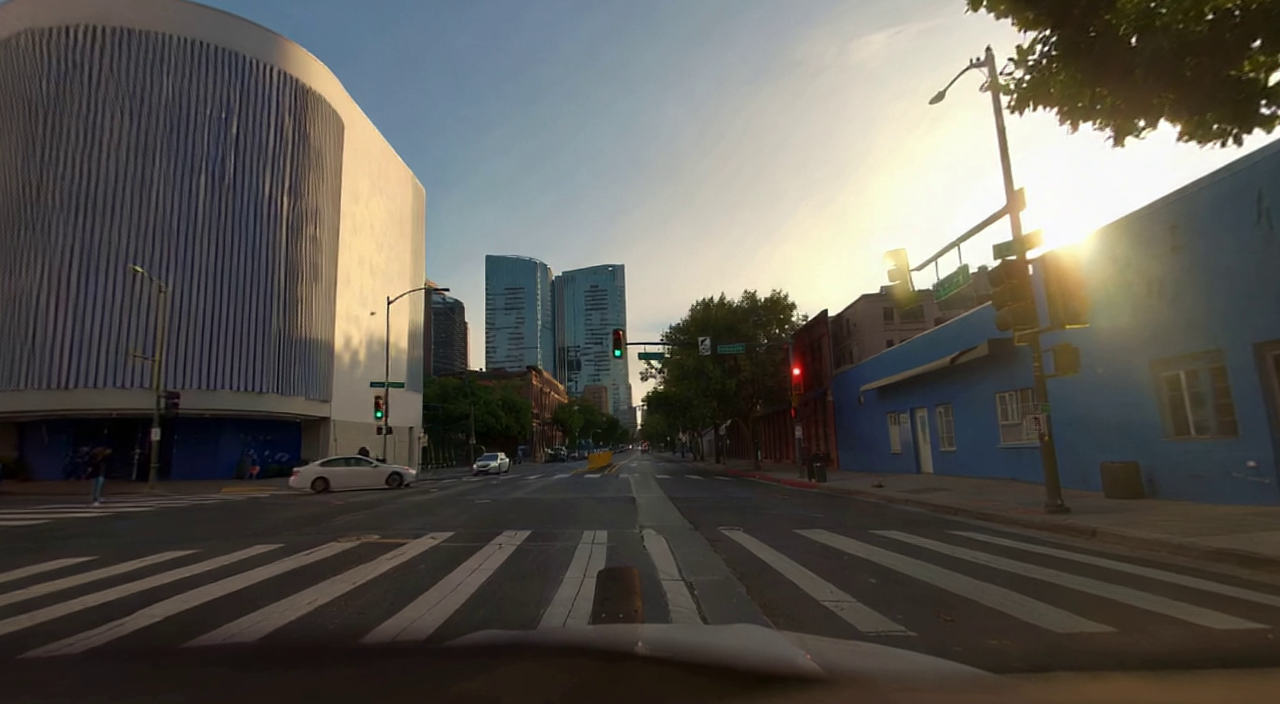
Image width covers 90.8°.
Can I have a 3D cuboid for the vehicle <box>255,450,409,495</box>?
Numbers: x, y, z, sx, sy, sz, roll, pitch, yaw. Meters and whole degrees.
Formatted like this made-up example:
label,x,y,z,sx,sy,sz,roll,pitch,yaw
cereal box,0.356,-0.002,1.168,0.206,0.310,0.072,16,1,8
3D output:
label,x,y,z,sx,sy,sz,roll,pitch,yaw
vehicle,-11.222,4.350,23.253,4.833,1.452,2.088,4,-9,-27
